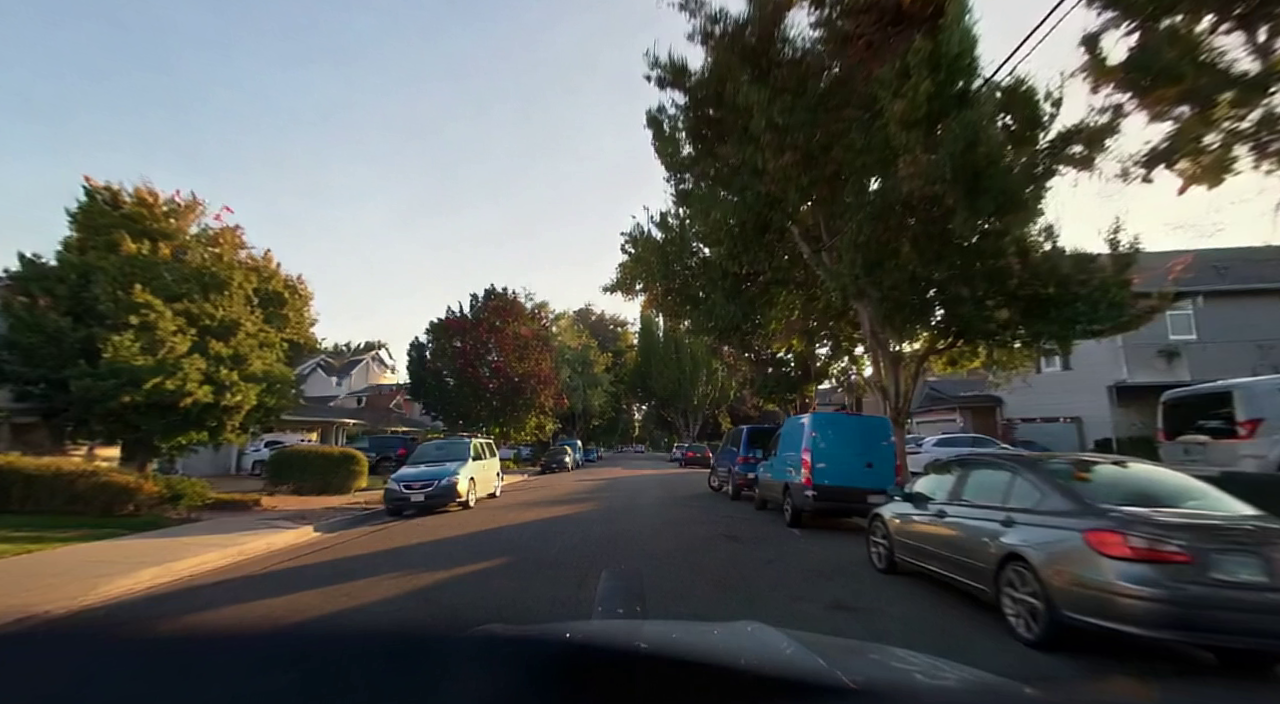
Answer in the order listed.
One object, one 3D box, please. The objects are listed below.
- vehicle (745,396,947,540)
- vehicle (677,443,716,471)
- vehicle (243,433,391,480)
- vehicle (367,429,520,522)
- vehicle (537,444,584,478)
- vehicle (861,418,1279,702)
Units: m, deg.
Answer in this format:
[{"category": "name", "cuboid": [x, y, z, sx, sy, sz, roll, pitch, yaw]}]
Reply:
[{"category": "vehicle", "cuboid": [3.522, 2.122, 12.024, 2.144, 2.166, 4.766, 0, -9, -1]}, {"category": "vehicle", "cuboid": [3.901, 7.373, 44.608, 2.152, 1.810, 5.846, 0, -9, 0]}, {"category": "vehicle", "cuboid": [-12.854, 4.170, 25.386, 4.739, 1.744, 2.135, 0, -8, -1]}, {"category": "vehicle", "cuboid": [-4.878, 3.112, 16.855, 2.364, 1.968, 5.671, -1, -8, -1]}, {"category": "vehicle", "cuboid": [-4.773, 6.592, 38.538, 2.116, 1.659, 4.832, -3, -7, 1]}, {"category": "vehicle", "cuboid": [3.992, 1.537, 6.060, 1.908, 1.543, 5.022, 0, -9, 0]}]
